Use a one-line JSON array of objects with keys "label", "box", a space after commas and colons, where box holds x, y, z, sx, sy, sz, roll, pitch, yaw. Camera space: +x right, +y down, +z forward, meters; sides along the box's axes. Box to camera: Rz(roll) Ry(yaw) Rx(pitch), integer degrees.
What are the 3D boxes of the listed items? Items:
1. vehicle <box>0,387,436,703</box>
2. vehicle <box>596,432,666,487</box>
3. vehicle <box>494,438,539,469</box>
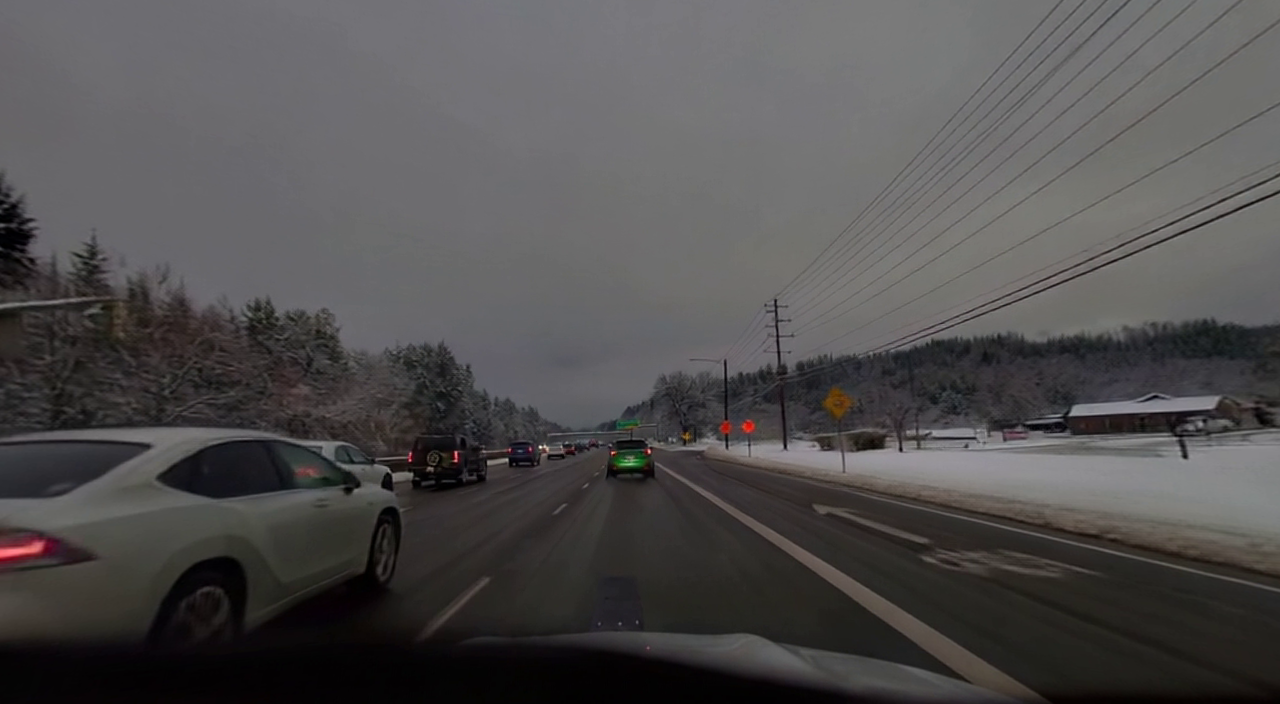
[{"label": "vehicle", "box": [-3.134, 1.159, 3.932, 2.174, 1.510, 4.636, 0, -8, 0]}, {"label": "vehicle", "box": [-0.320, 3.597, 21.391, 2.140, 1.653, 4.108, 0, -8, -1]}, {"label": "vehicle", "box": [-7.432, 6.137, 38.435, 1.914, 1.756, 4.179, 0, -8, 0]}]
